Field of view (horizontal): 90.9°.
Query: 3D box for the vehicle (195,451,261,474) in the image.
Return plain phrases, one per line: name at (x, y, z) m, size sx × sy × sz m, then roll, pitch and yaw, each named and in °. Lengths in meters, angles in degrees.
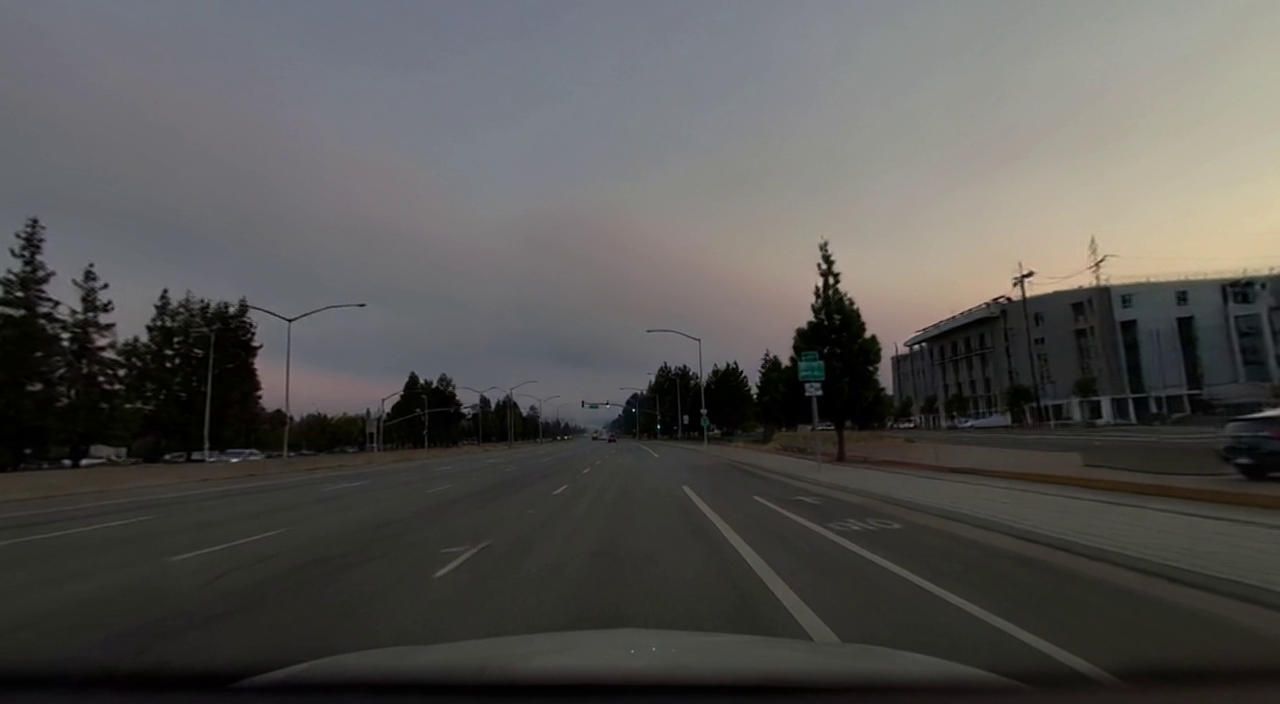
vehicle at (-32.328, 8.655, 49.628) m, size 2.013 × 1.496 × 4.799 m, roll 0°, pitch -8°, yaw 0°
